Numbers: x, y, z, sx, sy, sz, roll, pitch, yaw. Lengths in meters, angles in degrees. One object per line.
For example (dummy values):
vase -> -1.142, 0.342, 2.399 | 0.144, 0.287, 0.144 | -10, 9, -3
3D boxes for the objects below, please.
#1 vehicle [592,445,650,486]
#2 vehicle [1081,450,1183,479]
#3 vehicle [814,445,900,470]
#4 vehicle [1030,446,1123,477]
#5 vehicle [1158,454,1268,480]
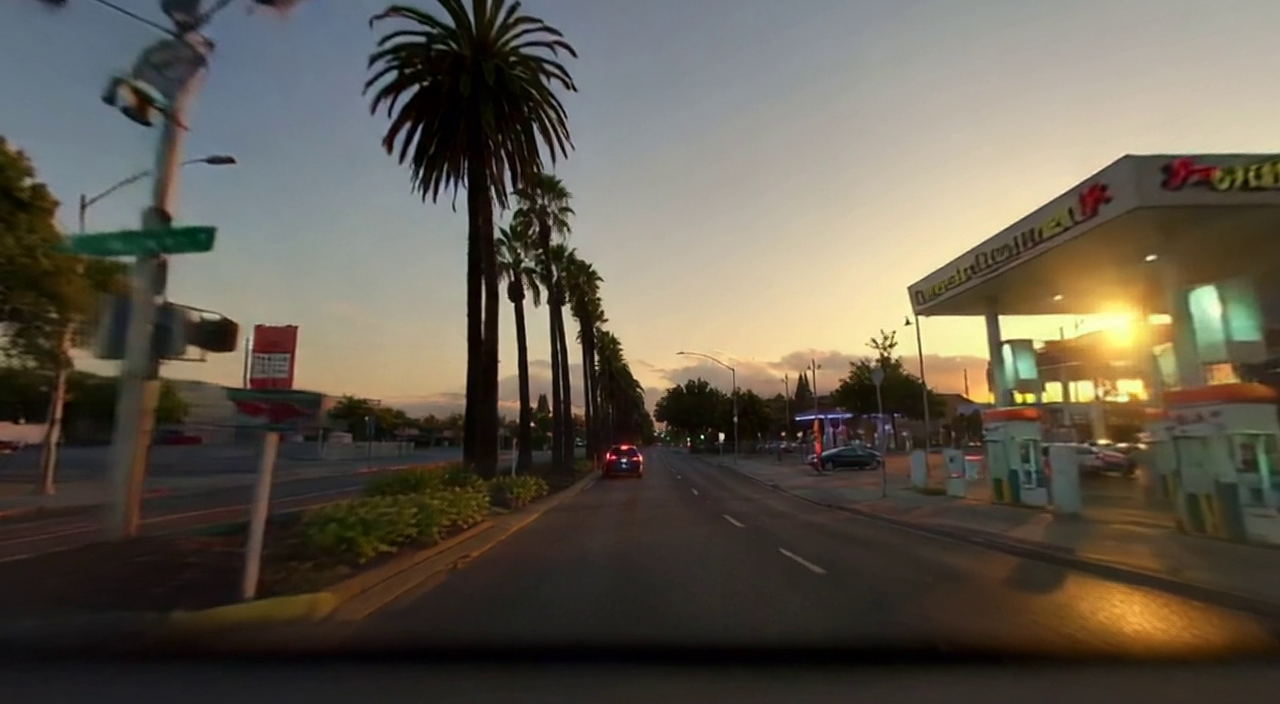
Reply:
vehicle -> -0.897, 4.760, 26.661 | 2.073, 1.525, 4.809 | 1, -9, -6
vehicle -> 29.122, 6.661, 37.517 | 4.377, 1.633, 1.834 | 0, -9, 2
vehicle -> 15.147, 7.403, 44.304 | 5.317, 1.700, 1.901 | 0, -9, 1
vehicle -> 27.539, 6.896, 39.956 | 4.381, 1.892, 1.942 | 0, -9, -1
vehicle -> 33.767, 6.787, 37.332 | 4.349, 1.460, 2.027 | 0, -10, 3
